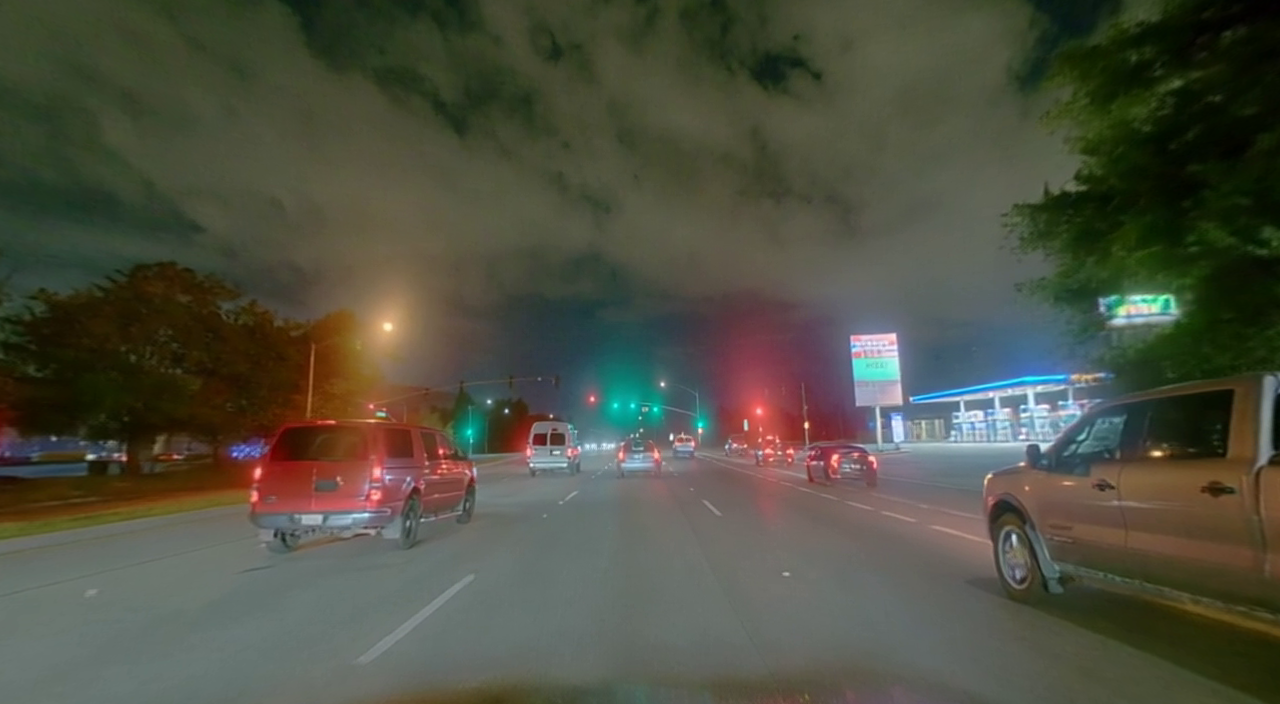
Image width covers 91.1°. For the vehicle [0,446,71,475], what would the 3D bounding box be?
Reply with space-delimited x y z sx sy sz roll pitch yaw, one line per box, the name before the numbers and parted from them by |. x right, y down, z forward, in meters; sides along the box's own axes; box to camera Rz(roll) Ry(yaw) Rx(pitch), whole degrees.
vehicle | -47.121 8.202 47.610 5.483 2.103 2.273 0 -8 -2

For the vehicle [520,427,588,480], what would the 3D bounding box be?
vehicle | -3.431 4.170 26.039 2.025 1.936 4.995 0 -8 1

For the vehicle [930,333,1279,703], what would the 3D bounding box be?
vehicle | 3.723 0.955 3.476 2.055 1.786 4.817 0 -8 2

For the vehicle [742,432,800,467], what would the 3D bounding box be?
vehicle | 6.805 5.149 33.127 2.119 1.696 4.623 0 -8 1

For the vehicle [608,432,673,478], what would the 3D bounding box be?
vehicle | 0.015 4.261 26.204 2.426 1.703 5.602 0 -8 0

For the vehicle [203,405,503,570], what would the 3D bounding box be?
vehicle | -3.656 1.837 9.398 2.002 1.747 5.173 0 -8 1

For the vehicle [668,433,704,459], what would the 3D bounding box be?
vehicle | 3.305 6.947 46.240 2.193 1.795 5.130 0 -8 -1
